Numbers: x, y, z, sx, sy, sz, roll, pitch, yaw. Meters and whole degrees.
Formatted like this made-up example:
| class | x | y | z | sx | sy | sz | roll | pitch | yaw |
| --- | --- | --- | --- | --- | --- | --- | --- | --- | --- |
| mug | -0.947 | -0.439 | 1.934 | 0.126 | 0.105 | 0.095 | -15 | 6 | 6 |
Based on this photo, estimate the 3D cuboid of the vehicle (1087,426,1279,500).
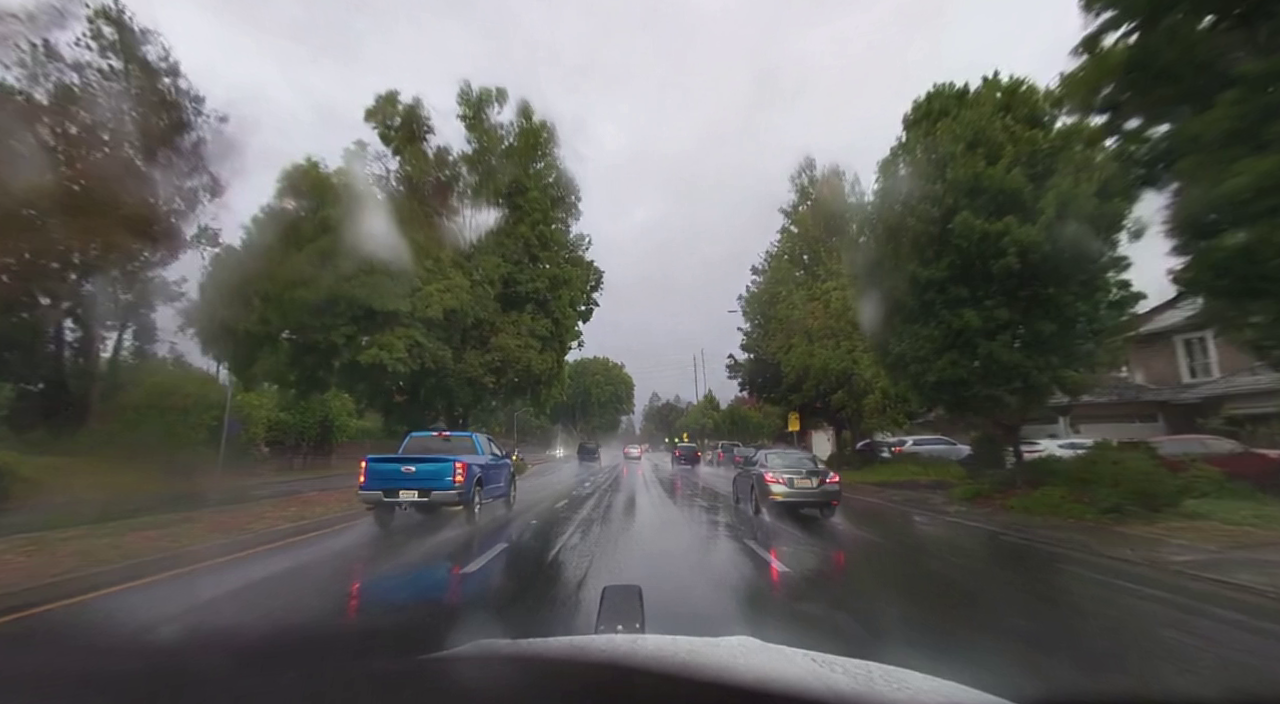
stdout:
| class | x | y | z | sx | sy | sz | roll | pitch | yaw |
| --- | --- | --- | --- | --- | --- | --- | --- | --- | --- |
| vehicle | 13.800 | 2.674 | 15.440 | 4.227 | 1.669 | 1.884 | 0 | -8 | 0 |

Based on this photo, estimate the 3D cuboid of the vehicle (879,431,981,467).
| class | x | y | z | sx | sy | sz | roll | pitch | yaw |
| --- | --- | --- | --- | --- | --- | --- | --- | --- | --- |
| vehicle | 15.118 | 5.060 | 33.098 | 4.320 | 1.792 | 1.989 | 0 | -8 | -1 |

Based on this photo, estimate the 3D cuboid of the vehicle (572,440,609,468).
| class | x | y | z | sx | sy | sz | roll | pitch | yaw |
| --- | --- | --- | --- | --- | --- | --- | --- | --- | --- |
| vehicle | -3.381 | 7.095 | 44.225 | 2.218 | 1.829 | 4.492 | 0 | -8 | 0 |

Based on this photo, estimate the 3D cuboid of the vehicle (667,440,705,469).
| class | x | y | z | sx | sy | sz | roll | pitch | yaw |
| --- | --- | --- | --- | --- | --- | --- | --- | --- | --- |
| vehicle | 3.076 | 6.908 | 42.819 | 2.099 | 1.845 | 4.363 | 0 | -8 | -2 |

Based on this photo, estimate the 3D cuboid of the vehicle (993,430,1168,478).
| class | x | y | z | sx | sy | sz | roll | pitch | yaw |
| --- | --- | --- | --- | --- | --- | --- | --- | --- | --- |
| vehicle | 14.797 | 3.422 | 21.358 | 4.634 | 1.507 | 1.928 | 1 | -8 | -7 |

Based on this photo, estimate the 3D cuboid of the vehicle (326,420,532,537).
| class | x | y | z | sx | sy | sz | roll | pitch | yaw |
| --- | --- | --- | --- | --- | --- | --- | --- | --- | --- |
| vehicle | -3.645 | 2.309 | 12.252 | 2.111 | 1.745 | 5.274 | 0 | -8 | 1 |

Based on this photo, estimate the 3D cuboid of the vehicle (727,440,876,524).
| class | x | y | z | sx | sy | sz | roll | pitch | yaw |
| --- | --- | --- | --- | --- | --- | --- | --- | --- | --- |
| vehicle | 3.133 | 2.596 | 13.237 | 1.884 | 1.463 | 4.195 | 0 | -8 | -2 |
